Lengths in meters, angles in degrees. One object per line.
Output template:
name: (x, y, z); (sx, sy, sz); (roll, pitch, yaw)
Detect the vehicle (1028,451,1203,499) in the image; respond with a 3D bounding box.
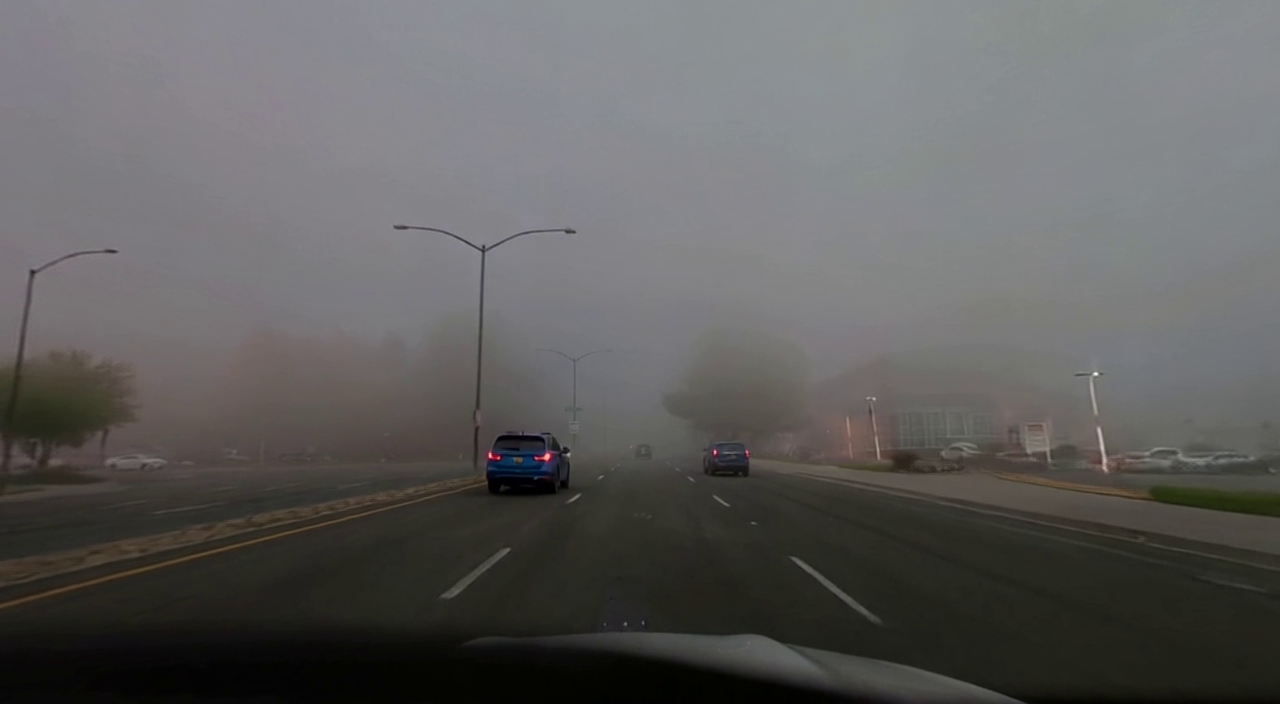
vehicle: (16.736, 4.333, 22.365); (4.538, 1.420, 1.983); (-2, -8, -1)

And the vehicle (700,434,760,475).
vehicle: (4.144, 4.777, 29.673); (2.083, 1.779, 4.347); (0, -8, -1)

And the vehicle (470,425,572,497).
vehicle: (-3.292, 3.125, 18.446); (2.047, 1.810, 4.414); (0, -8, 1)

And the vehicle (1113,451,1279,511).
vehicle: (16.604, 3.646, 18.050); (4.479, 1.445, 1.946); (-1, -8, 0)
